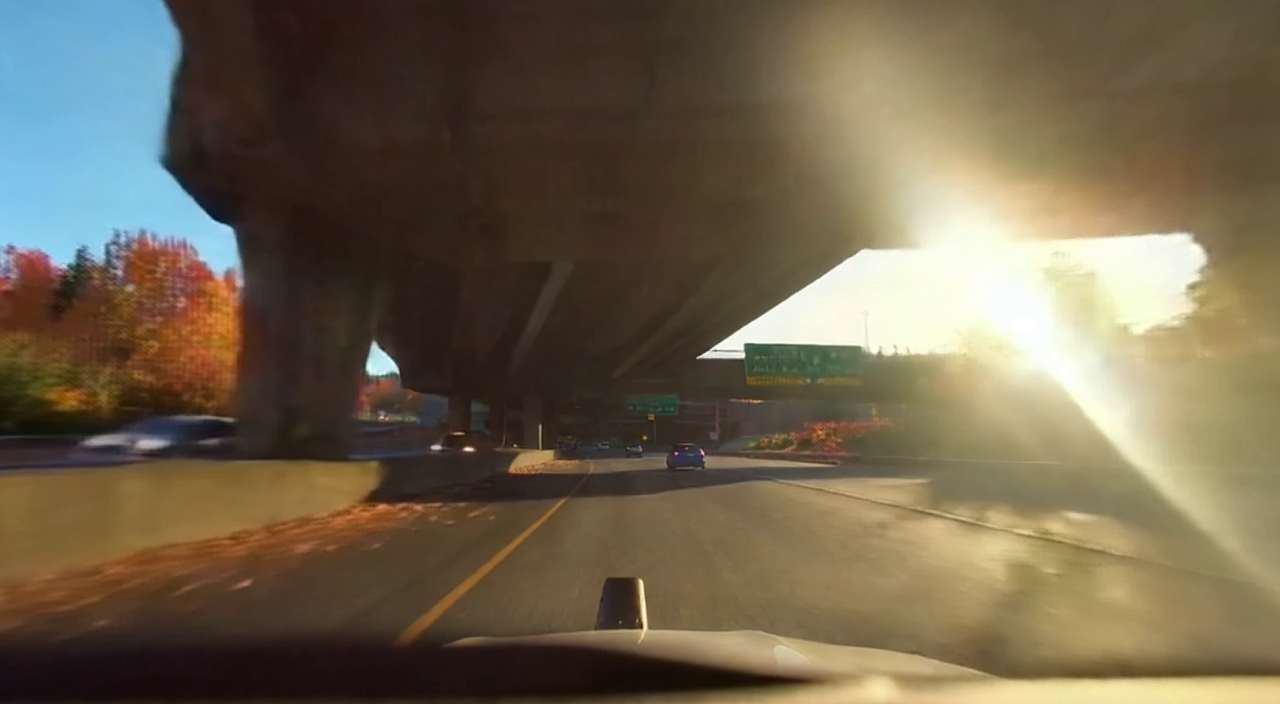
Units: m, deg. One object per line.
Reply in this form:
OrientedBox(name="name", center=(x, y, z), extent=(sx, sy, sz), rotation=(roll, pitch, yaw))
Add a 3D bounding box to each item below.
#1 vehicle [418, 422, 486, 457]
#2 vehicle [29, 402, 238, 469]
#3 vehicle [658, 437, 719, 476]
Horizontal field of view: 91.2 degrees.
OrientedBox(name="vehicle", center=(-9.300, 4.432, 31.442), extent=(2.065, 1.627, 4.696), rotation=(0, -9, -2))
OrientedBox(name="vehicle", center=(-13.295, 2.302, 16.925), extent=(1.983, 1.522, 4.458), rotation=(0, -9, -1))
OrientedBox(name="vehicle", center=(2.148, 4.814, 28.930), extent=(2.337, 1.633, 4.222), rotation=(0, -9, -2))
